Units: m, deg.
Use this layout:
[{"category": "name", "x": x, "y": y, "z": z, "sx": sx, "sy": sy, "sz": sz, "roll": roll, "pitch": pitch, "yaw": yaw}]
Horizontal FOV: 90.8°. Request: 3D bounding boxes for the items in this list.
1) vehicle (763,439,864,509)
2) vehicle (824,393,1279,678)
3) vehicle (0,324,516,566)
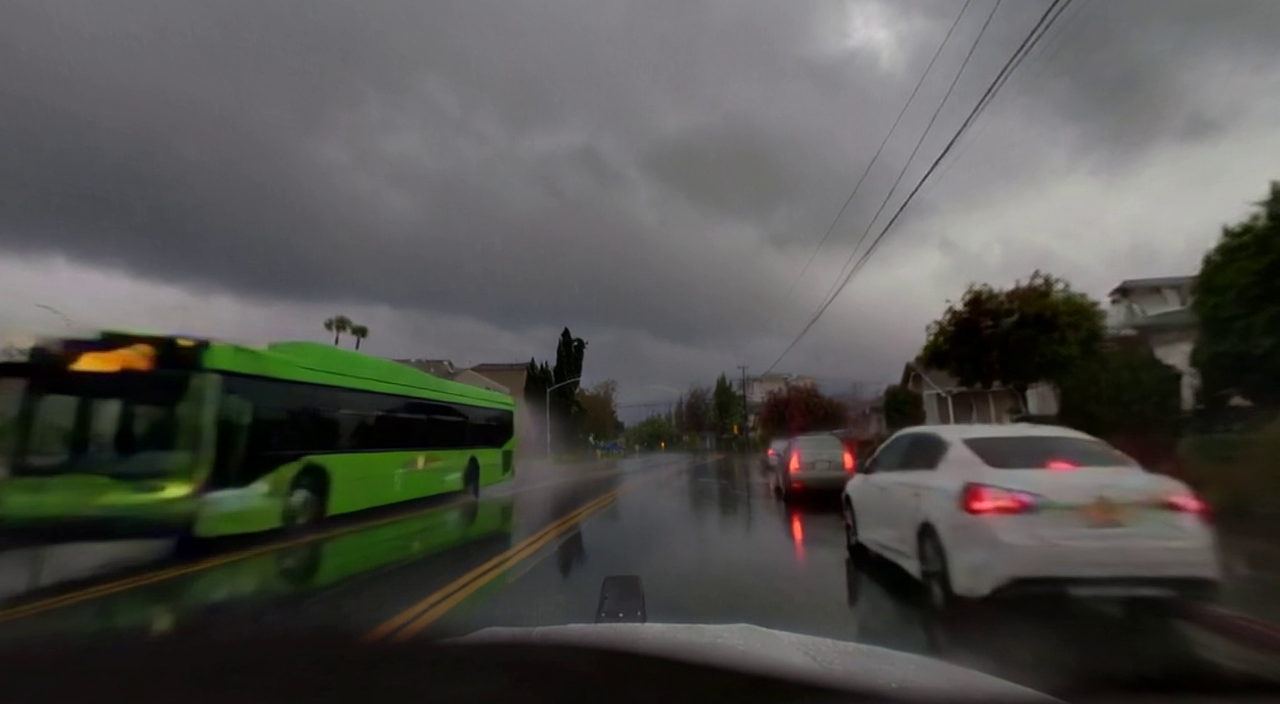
[{"category": "vehicle", "x": 3.973, "y": 2.831, "z": 15.031, "sx": 1.665, "sy": 1.425, "sz": 3.727, "roll": -1, "pitch": -9, "yaw": 6}, {"category": "vehicle", "x": 3.133, "y": 1.347, "z": 5.669, "sx": 1.984, "sy": 1.601, "sz": 3.994, "roll": 0, "pitch": -9, "yaw": 4}, {"category": "vehicle", "x": -6.621, "y": 2.205, "z": 14.962, "sx": 3.577, "sy": 3.168, "sz": 13.108, "roll": -1, "pitch": -9, "yaw": 5}]
